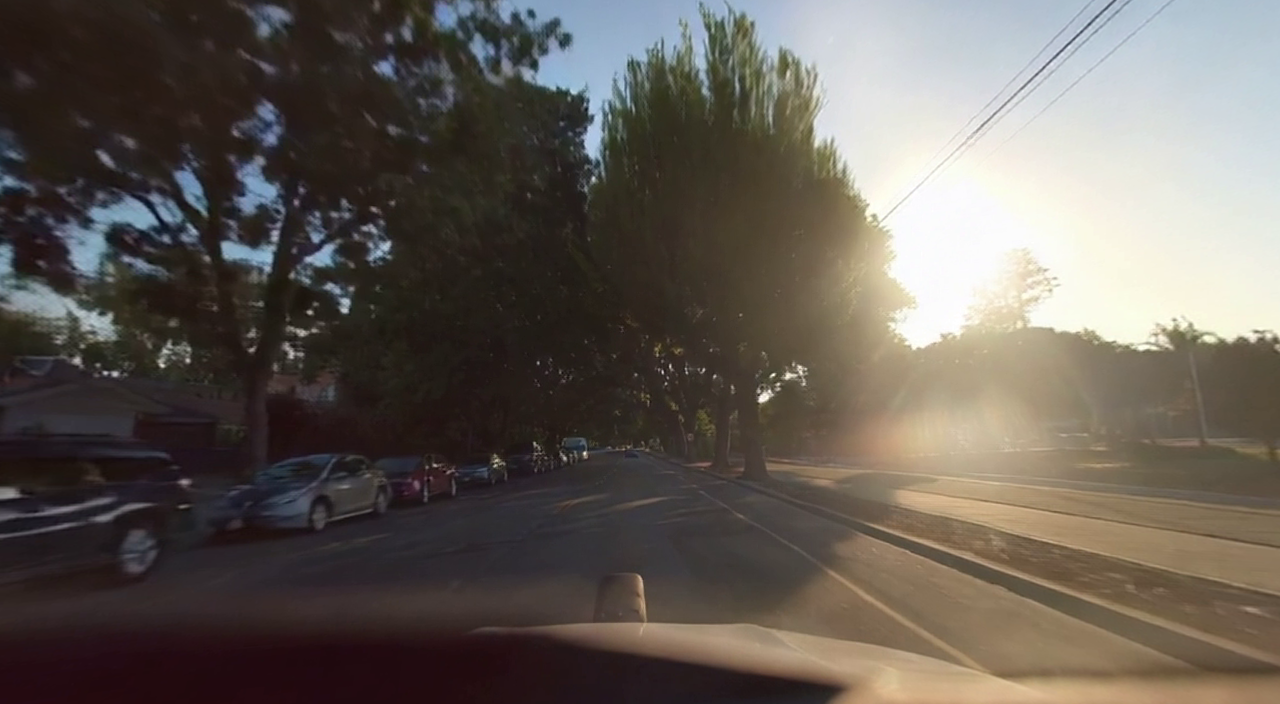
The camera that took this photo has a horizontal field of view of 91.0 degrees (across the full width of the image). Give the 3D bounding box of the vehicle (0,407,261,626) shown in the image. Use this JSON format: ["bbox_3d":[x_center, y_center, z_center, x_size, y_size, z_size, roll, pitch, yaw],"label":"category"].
[{"bbox_3d":[-6.441,1.524,6.277,2.020,1.842,5.116,1,-9,1],"label":"vehicle"}]

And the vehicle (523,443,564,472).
[{"bbox_3d":[-6.744,7.461,44.578,2.249,1.884,4.784,2,-9,-2],"label":"vehicle"}]

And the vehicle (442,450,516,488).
[{"bbox_3d":[-6.813,4.976,27.091,2.056,1.477,4.318,0,-9,-1],"label":"vehicle"}]

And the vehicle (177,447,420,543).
[{"bbox_3d":[-6.490,2.723,12.895,2.074,1.502,5.098,0,-8,1],"label":"vehicle"}]
